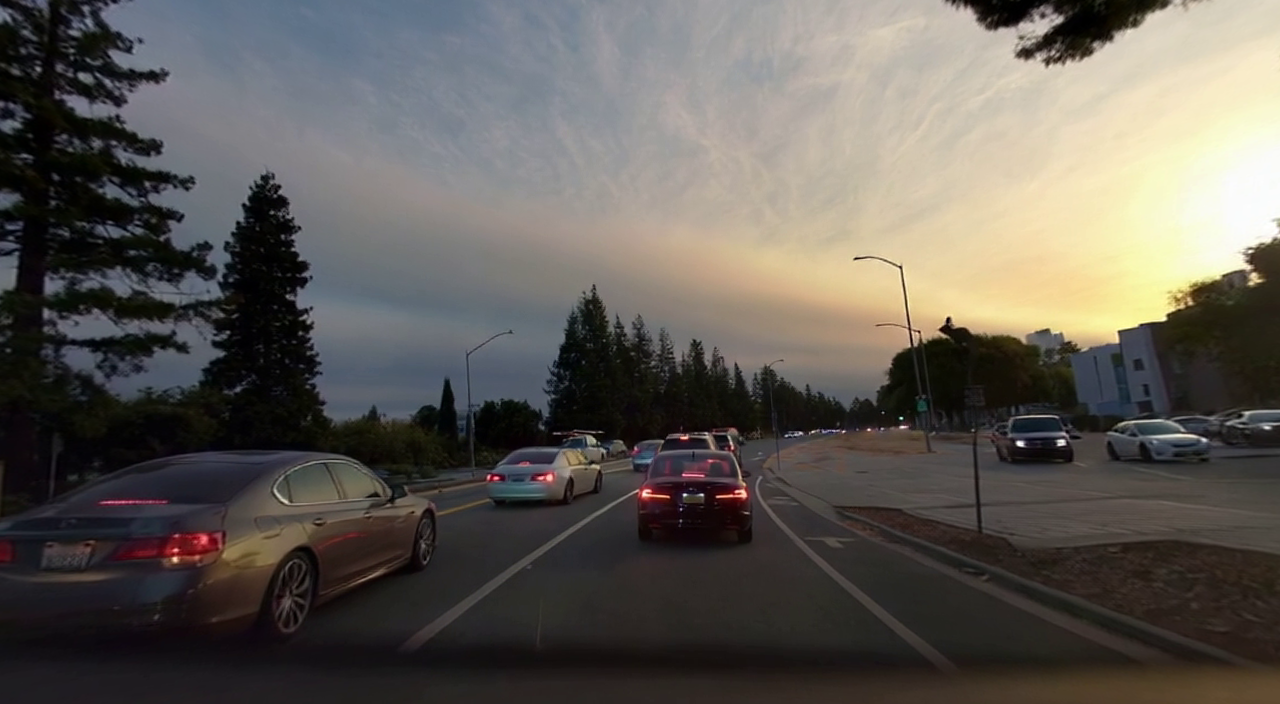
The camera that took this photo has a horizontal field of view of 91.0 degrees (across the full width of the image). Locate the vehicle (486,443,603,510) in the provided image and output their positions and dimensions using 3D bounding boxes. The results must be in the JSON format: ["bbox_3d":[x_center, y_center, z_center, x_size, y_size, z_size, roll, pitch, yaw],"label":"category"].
[{"bbox_3d":[-2.282,3.121,16.291,1.870,1.490,4.187,-1,-9,8],"label":"vehicle"}]

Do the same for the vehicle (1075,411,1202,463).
[{"bbox_3d":[17.427,3.009,22.285,1.803,1.518,3.893,-7,-9,12],"label":"vehicle"}]

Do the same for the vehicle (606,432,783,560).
[{"bbox_3d":[0.815,2.064,9.794,2.142,1.528,4.133,-1,-9,5],"label":"vehicle"}]

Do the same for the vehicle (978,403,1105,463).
[{"bbox_3d":[14.271,2.984,22.759,2.288,1.933,4.612,-2,-9,12],"label":"vehicle"}]

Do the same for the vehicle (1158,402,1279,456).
[{"bbox_3d":[20.251,2.673,21.723,1.902,1.529,3.937,-8,-9,12],"label":"vehicle"}]

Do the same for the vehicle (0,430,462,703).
[{"bbox_3d":[-3.232,1.498,5.458,1.940,1.502,4.241,-1,-9,3],"label":"vehicle"}]
